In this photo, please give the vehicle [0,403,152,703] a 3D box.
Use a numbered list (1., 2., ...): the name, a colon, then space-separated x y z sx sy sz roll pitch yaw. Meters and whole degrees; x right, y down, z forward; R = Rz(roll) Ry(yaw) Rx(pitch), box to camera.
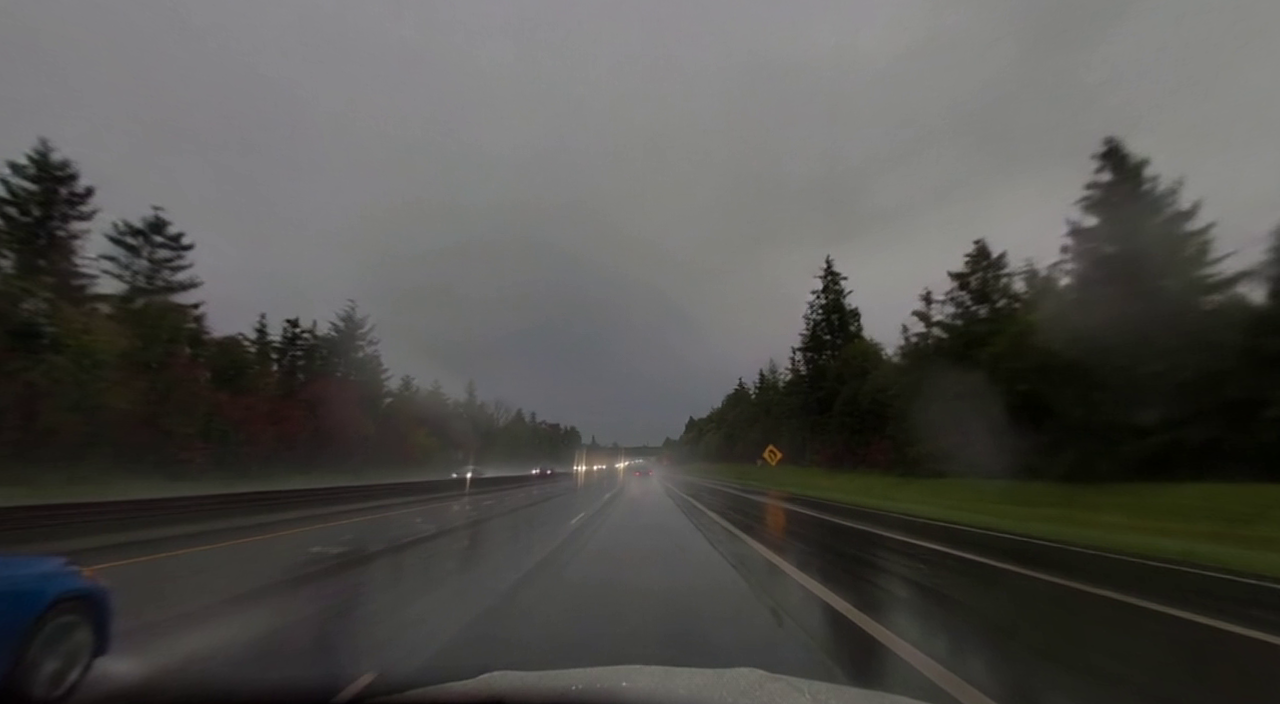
1. vehicle: -3.842 0.735 1.484 2.041 1.508 4.075 1 -11 0
